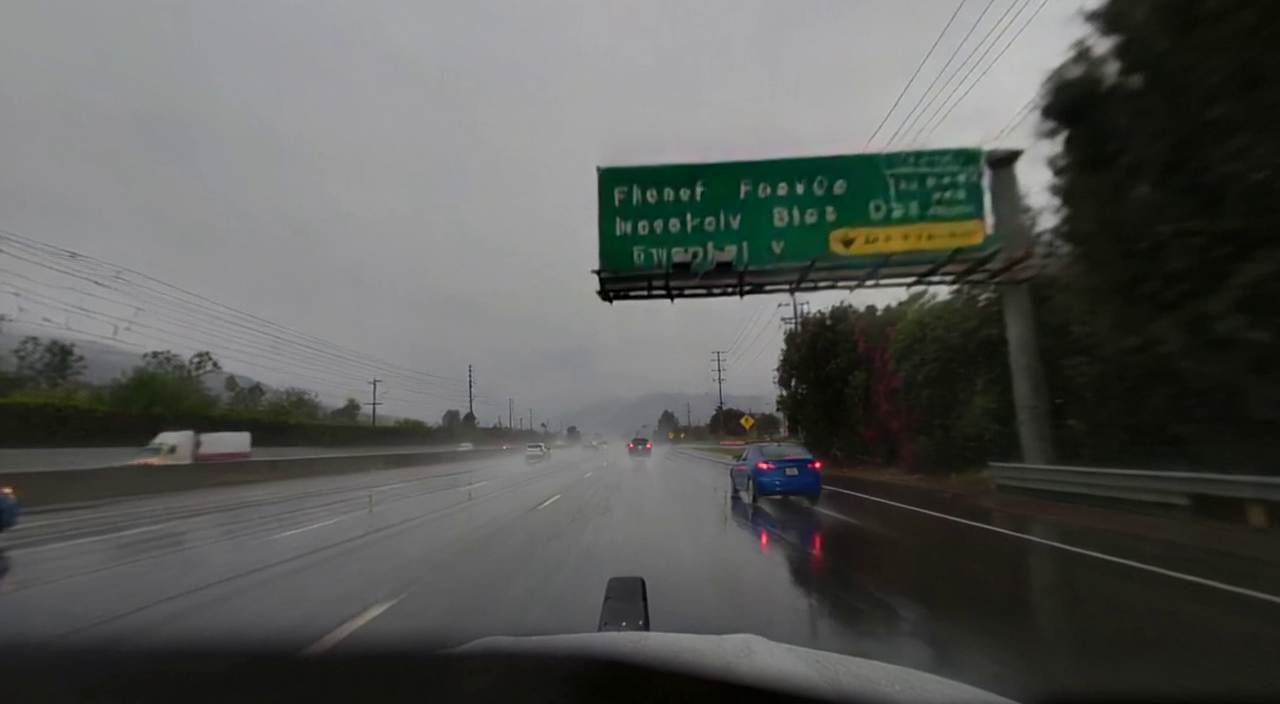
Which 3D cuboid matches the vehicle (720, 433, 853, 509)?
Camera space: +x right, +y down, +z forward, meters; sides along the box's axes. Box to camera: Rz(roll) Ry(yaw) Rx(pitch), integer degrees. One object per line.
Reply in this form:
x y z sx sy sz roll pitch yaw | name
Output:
3.285 2.758 15.164 2.060 1.526 4.387 0 -8 -1 | vehicle

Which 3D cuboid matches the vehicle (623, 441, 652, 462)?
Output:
-0.172 7.185 45.679 2.036 1.474 3.969 0 -8 0 | vehicle

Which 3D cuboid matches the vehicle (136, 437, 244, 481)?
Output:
-34.347 8.128 48.578 2.906 3.015 7.192 -1 -8 1 | vehicle
